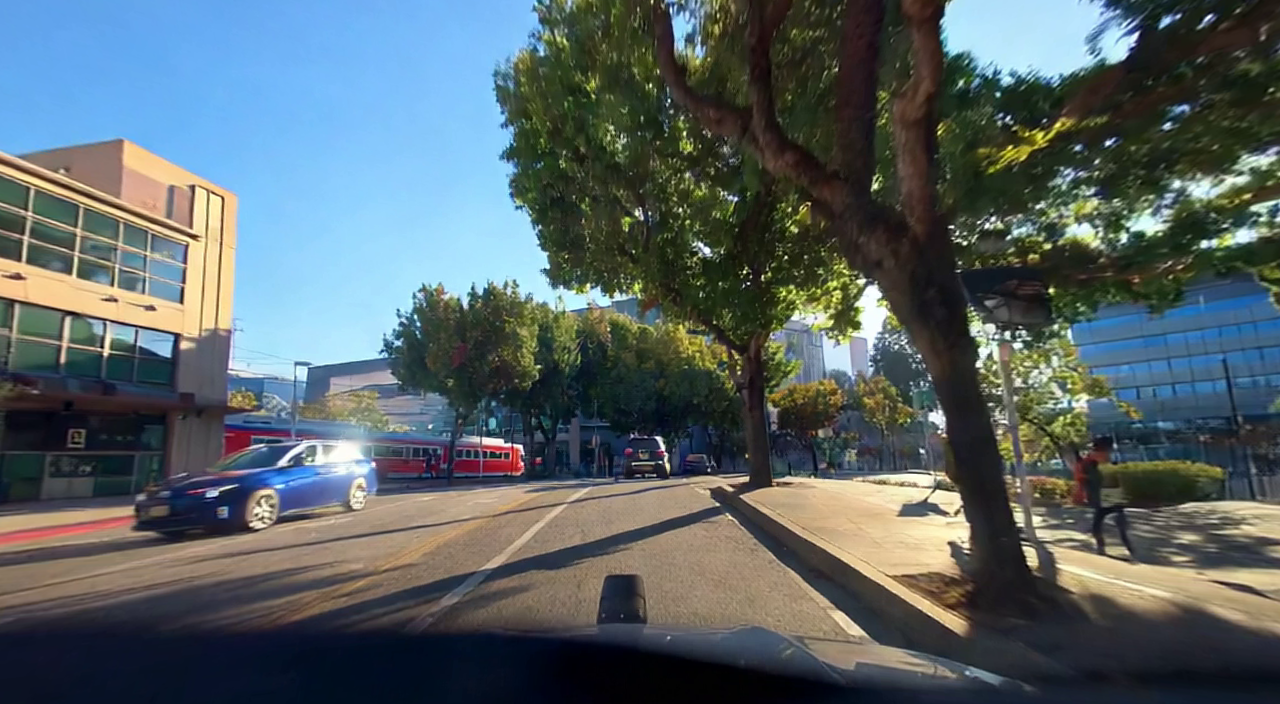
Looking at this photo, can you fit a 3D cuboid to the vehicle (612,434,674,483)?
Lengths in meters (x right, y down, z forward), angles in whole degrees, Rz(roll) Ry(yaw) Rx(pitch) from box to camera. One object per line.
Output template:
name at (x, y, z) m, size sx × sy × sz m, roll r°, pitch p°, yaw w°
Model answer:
vehicle at (0.212, 4.254, 25.432) m, size 2.263 × 1.765 × 4.237 m, roll -1°, pitch -9°, yaw 3°

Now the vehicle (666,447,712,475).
vehicle at (3.274, 7.106, 41.404) m, size 2.010 × 1.725 × 4.320 m, roll -3°, pitch -9°, yaw 18°

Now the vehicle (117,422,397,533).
vehicle at (-7.256, 2.434, 12.858) m, size 2.252 × 1.787 × 4.929 m, roll -1°, pitch -9°, yaw 6°
